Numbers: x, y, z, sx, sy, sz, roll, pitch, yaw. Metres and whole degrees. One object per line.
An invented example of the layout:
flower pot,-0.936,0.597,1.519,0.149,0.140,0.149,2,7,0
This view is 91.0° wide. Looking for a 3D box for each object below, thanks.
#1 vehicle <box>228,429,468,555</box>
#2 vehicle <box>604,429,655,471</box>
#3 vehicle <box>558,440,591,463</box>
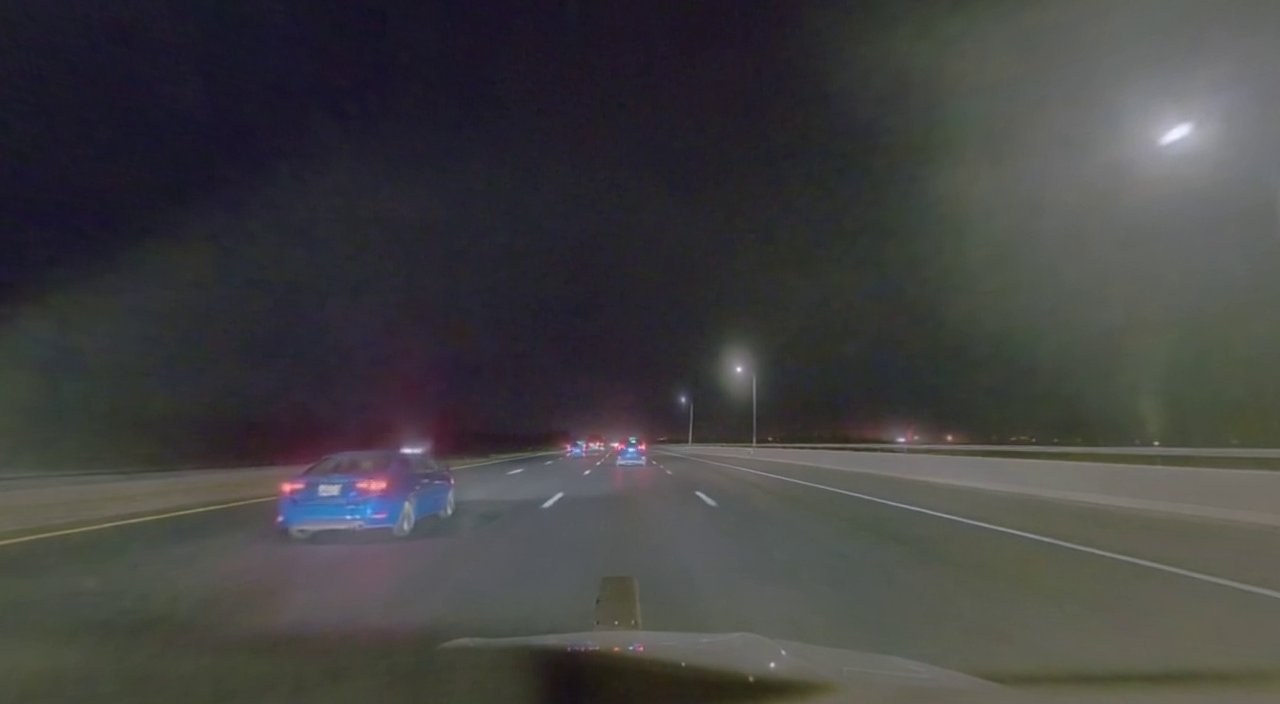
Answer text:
vehicle,-4.201,2.034,9.855,1.945,1.550,3.780,0,-8,0
vehicle,-0.566,4.942,31.968,2.382,1.973,4.439,0,-8,-1
vehicle,-4.816,7.351,46.764,2.039,1.602,4.317,0,-8,-1
